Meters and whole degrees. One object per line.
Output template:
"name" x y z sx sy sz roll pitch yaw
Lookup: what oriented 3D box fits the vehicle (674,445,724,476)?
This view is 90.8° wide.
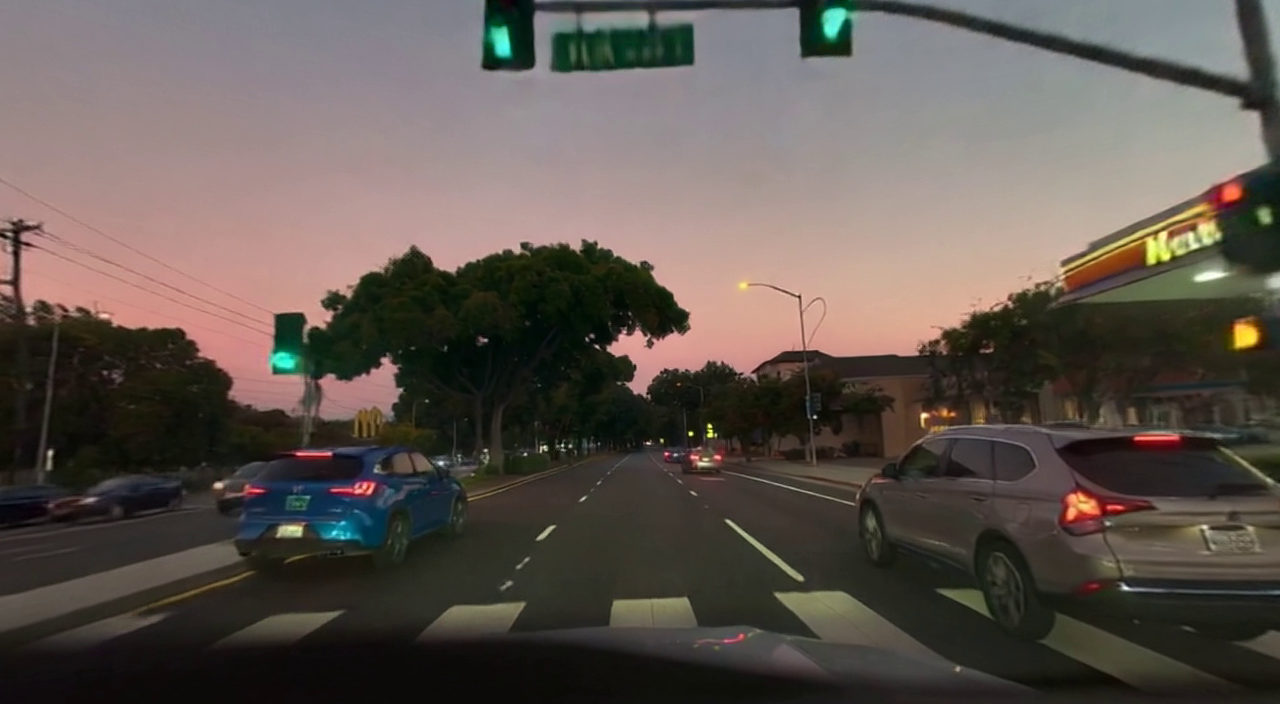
"vehicle" 3.366 6.246 36.700 2.066 1.699 4.419 0 -8 -5

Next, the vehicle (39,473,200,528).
"vehicle" -17.768 5.045 21.904 1.817 1.483 4.426 0 -8 -1

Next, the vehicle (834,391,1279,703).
"vehicle" 3.512 1.361 5.644 2.085 1.655 4.459 0 -8 -1

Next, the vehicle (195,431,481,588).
"vehicle" -3.685 1.955 8.713 1.935 1.617 4.045 0 -8 0
